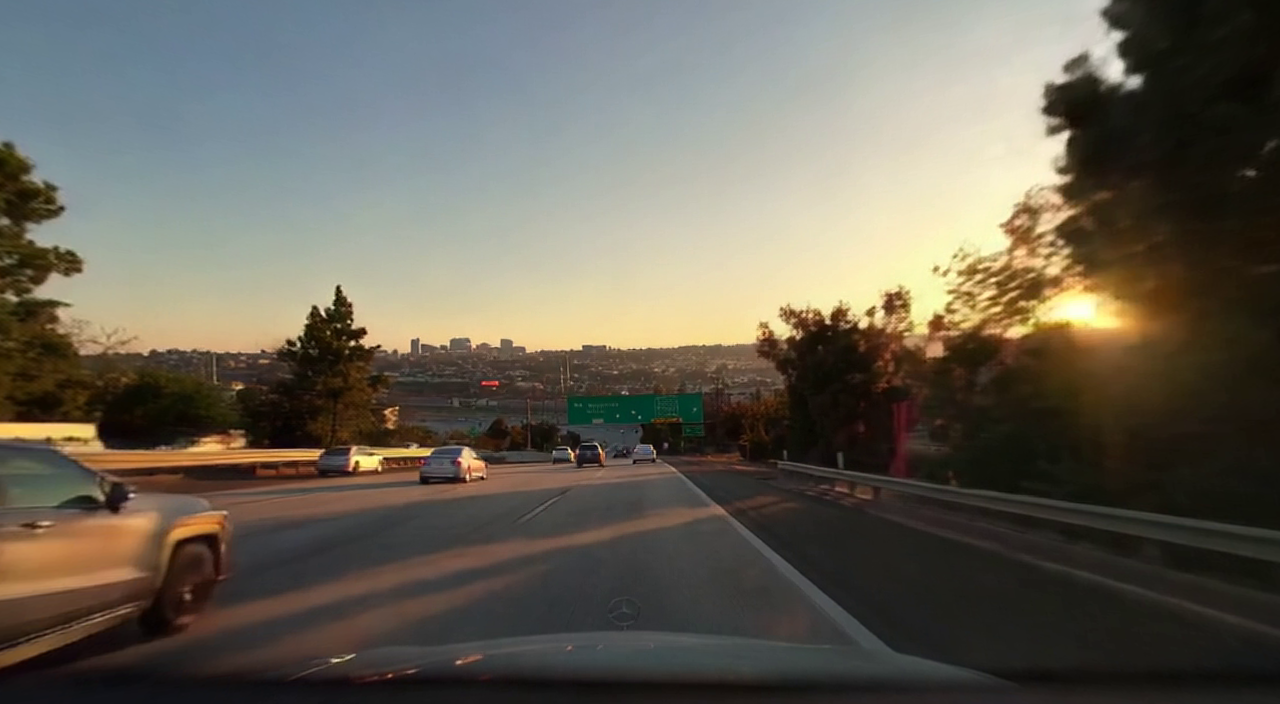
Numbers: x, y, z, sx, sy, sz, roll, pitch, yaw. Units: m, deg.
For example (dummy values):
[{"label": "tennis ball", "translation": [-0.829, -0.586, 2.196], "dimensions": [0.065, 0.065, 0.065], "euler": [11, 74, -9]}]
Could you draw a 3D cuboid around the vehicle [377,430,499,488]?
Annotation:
[{"label": "vehicle", "translation": [-7.390, 4.019, 24.001], "dimensions": [2.521, 1.901, 5.988], "euler": [0, -8, 2]}]

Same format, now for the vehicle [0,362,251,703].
[{"label": "vehicle", "translation": [-4.152, 0.832, 2.445], "dimensions": [2.136, 1.718, 4.873], "euler": [0, -9, 0]}]

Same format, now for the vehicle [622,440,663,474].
[{"label": "vehicle", "translation": [0.134, 5.803, 35.119], "dimensions": [2.135, 1.697, 4.757], "euler": [0, -8, 0]}]

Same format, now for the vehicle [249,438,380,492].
[{"label": "vehicle", "translation": [-11.525, 4.006, 22.822], "dimensions": [2.187, 1.726, 4.634], "euler": [0, -9, 1]}]

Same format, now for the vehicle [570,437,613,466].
[{"label": "vehicle", "translation": [-3.622, 7.599, 48.283], "dimensions": [2.751, 2.050, 5.761], "euler": [0, -8, 1]}]
